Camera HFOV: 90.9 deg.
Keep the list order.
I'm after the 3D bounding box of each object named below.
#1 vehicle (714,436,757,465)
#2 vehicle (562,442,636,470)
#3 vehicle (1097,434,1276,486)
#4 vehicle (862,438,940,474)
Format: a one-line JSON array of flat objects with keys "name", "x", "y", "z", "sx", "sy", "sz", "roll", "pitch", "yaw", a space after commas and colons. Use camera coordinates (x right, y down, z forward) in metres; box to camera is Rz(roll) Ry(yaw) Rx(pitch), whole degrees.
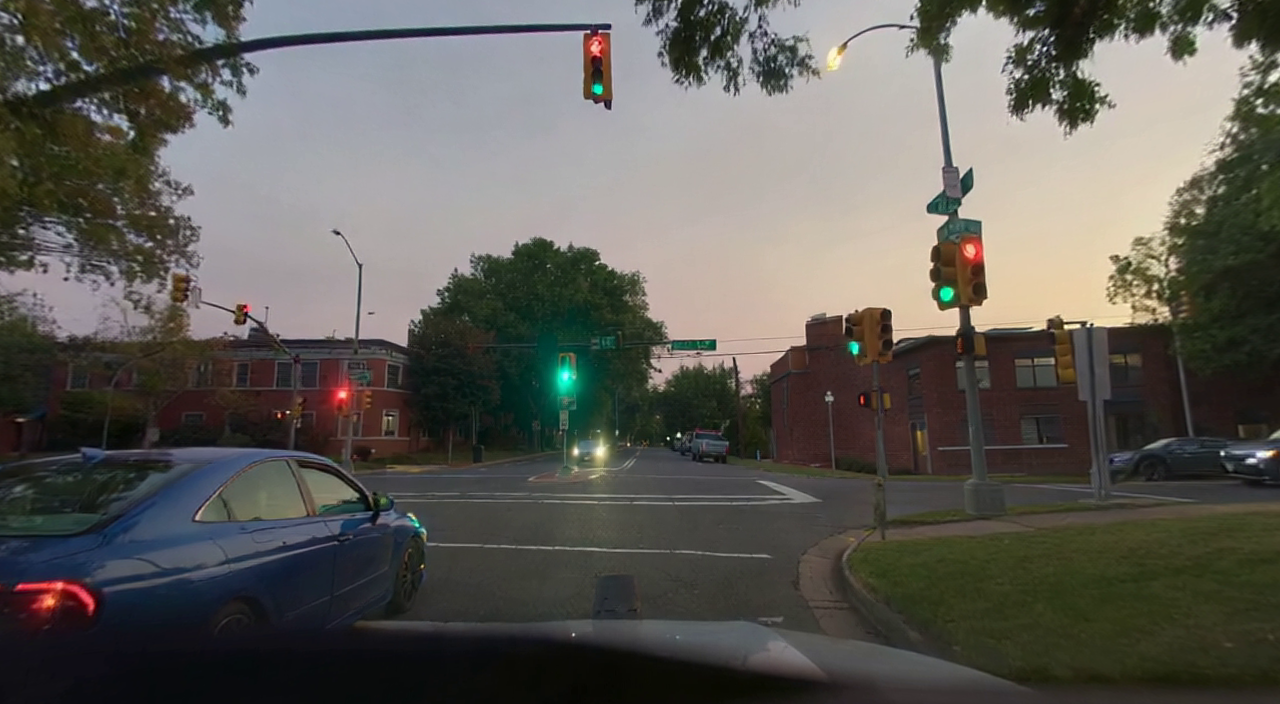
[{"name": "vehicle", "x": 6.930, "y": 7.168, "z": 46.146, "sx": 1.491, "sy": 2.041, "sz": 2.964, "roll": 6, "pitch": -9, "yaw": -34}, {"name": "vehicle", "x": -2.441, "y": 6.151, "z": 37.560, "sx": 3.991, "sy": 1.526, "sz": 1.868, "roll": -4, "pitch": -9, "yaw": 30}, {"name": "vehicle", "x": 16.797, "y": 3.316, "z": 19.504, "sx": 3.876, "sy": 1.512, "sz": 1.784, "roll": 0, "pitch": -8, "yaw": -2}, {"name": "vehicle", "x": 12.403, "y": 5.039, "z": 30.272, "sx": 1.922, "sy": 1.529, "sz": 3.964, "roll": 1, "pitch": -12, "yaw": -2}]
